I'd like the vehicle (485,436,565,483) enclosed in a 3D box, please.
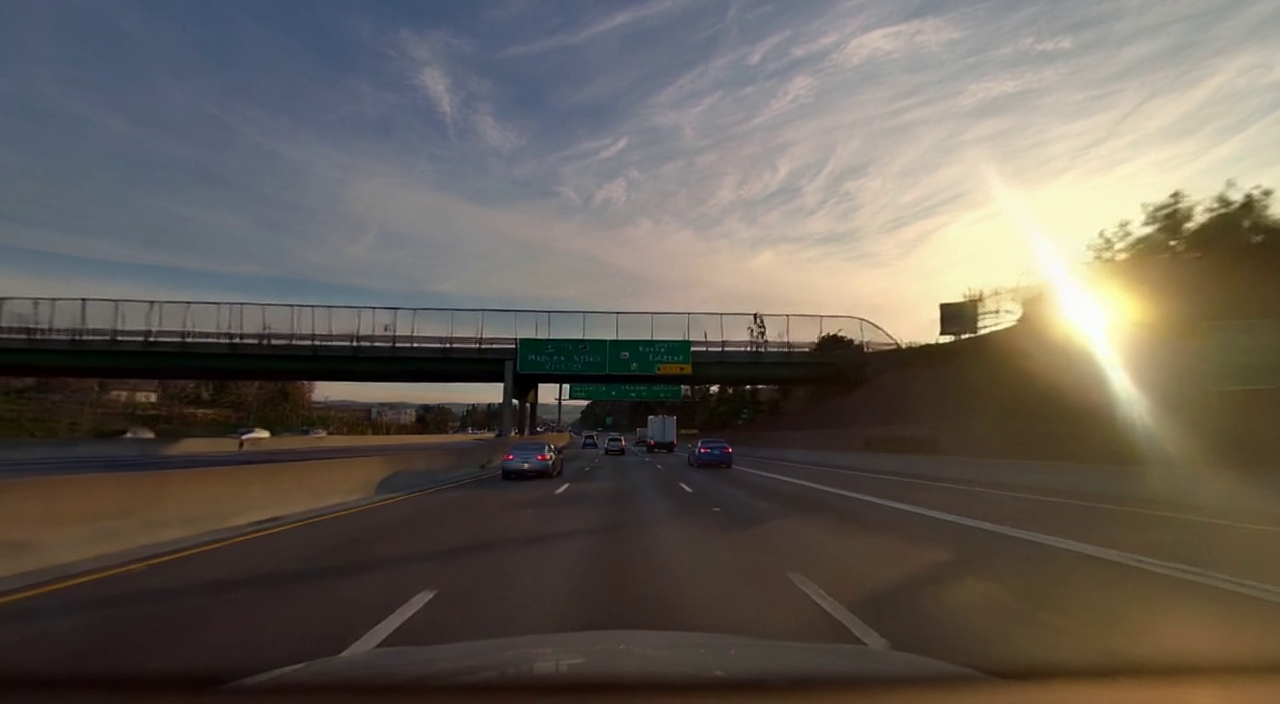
[{"bbox_3d":[-3.959,3.771,22.451,2.064,1.479,4.370,0,-8,0],"label":"vehicle"}]

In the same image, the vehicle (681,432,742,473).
[{"bbox_3d":[2.993,4.304,27.135,2.001,1.625,4.088,0,-8,-2],"label":"vehicle"}]
